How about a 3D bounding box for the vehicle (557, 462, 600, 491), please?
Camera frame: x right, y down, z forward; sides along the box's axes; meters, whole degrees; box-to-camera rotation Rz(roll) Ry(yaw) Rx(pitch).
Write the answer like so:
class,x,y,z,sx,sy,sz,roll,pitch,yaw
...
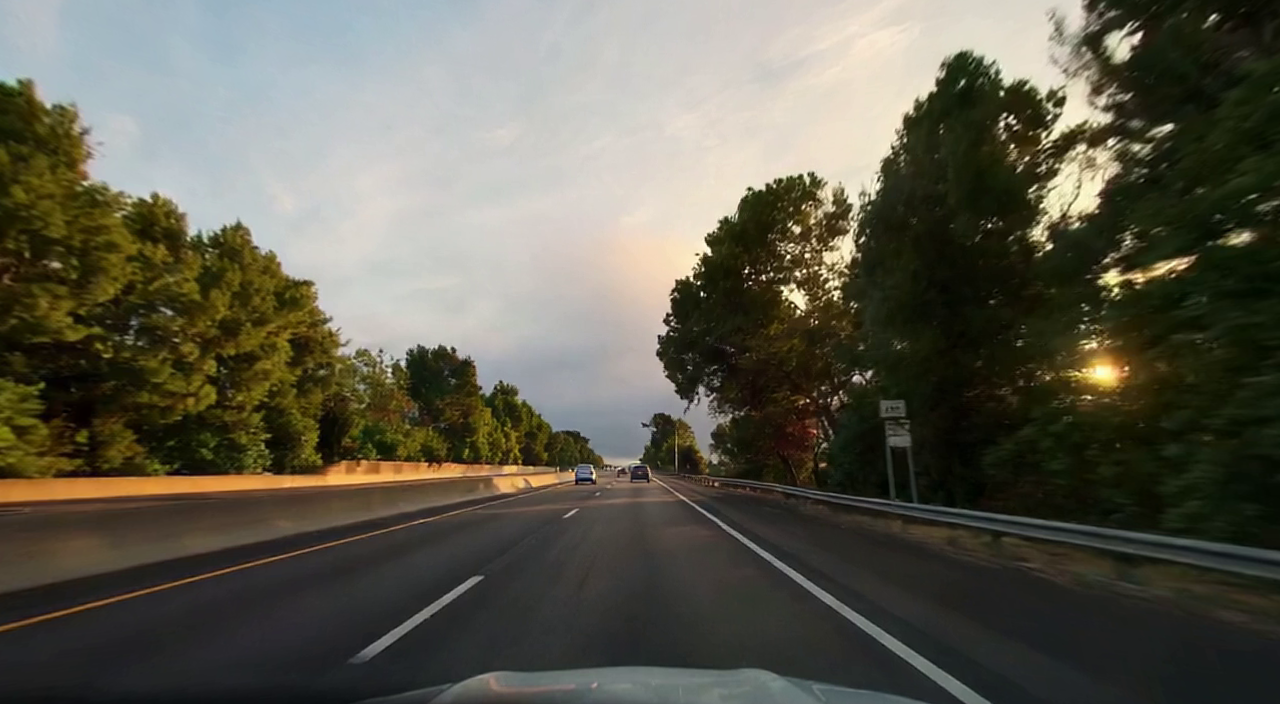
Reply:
class,x,y,z,sx,sy,sz,roll,pitch,yaw
vehicle,-3.559,7.355,37.304,2.109,1.532,4.234,1,-11,0
